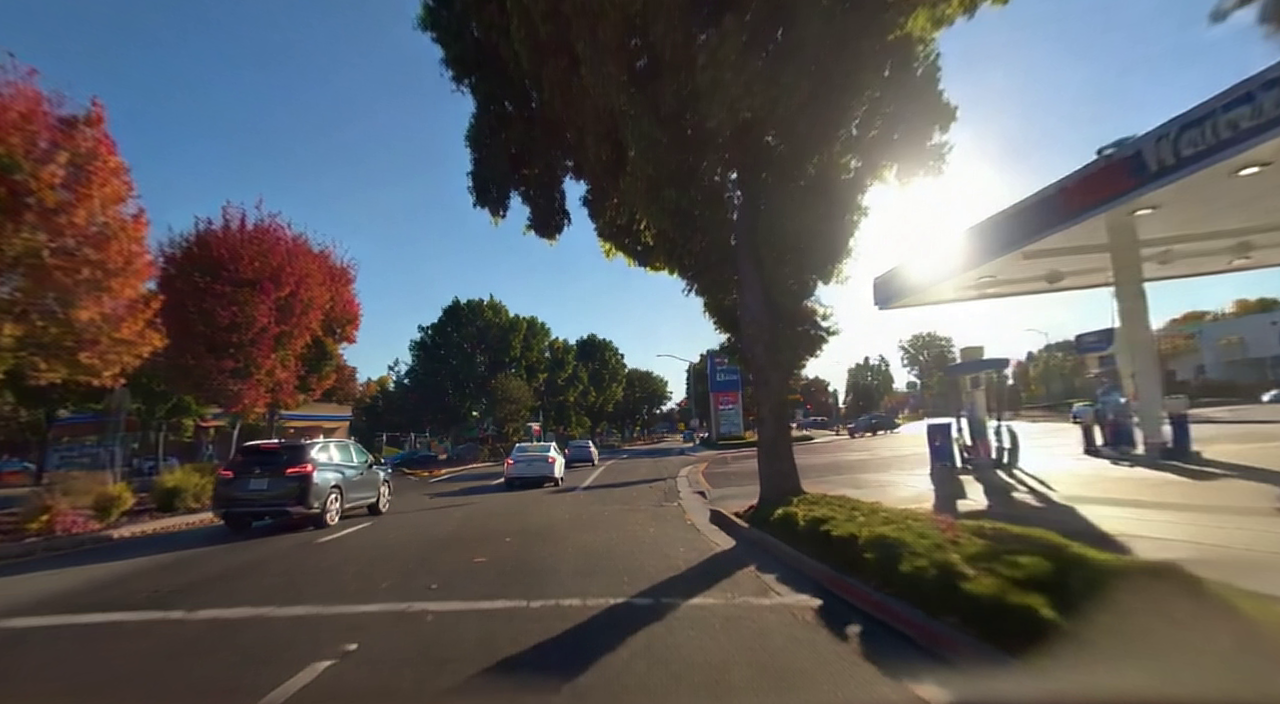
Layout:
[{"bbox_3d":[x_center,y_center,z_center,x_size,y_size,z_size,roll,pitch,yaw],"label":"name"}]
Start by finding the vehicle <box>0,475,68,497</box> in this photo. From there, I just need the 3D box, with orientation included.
[{"bbox_3d":[-46.181,10.071,47.223,4.384,1.490,2.031,-1,-10,0],"label":"vehicle"}]

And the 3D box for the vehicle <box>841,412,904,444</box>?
[{"bbox_3d":[17.075,5.702,46.610,2.322,2.152,5.668,-1,-8,-2],"label":"vehicle"}]

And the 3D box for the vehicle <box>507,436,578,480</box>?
[{"bbox_3d":[-3.743,4.180,24.931,2.060,1.580,3.980,0,-9,2],"label":"vehicle"}]

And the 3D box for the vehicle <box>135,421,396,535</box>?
[{"bbox_3d":[-6.805,2.341,12.278,2.102,1.774,4.662,0,-9,1],"label":"vehicle"}]

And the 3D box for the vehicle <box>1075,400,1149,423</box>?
[{"bbox_3d":[35.962,4.617,48.132,1.816,1.452,4.698,-6,-7,-2],"label":"vehicle"}]

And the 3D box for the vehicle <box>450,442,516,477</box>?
[{"bbox_3d":[-7.201,4.963,29.320,1.875,1.479,4.558,0,-9,0],"label":"vehicle"}]

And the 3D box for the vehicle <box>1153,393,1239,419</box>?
[{"bbox_3d":[42.322,4.171,48.089,1.985,1.630,5.151,-2,-9,3],"label":"vehicle"}]
